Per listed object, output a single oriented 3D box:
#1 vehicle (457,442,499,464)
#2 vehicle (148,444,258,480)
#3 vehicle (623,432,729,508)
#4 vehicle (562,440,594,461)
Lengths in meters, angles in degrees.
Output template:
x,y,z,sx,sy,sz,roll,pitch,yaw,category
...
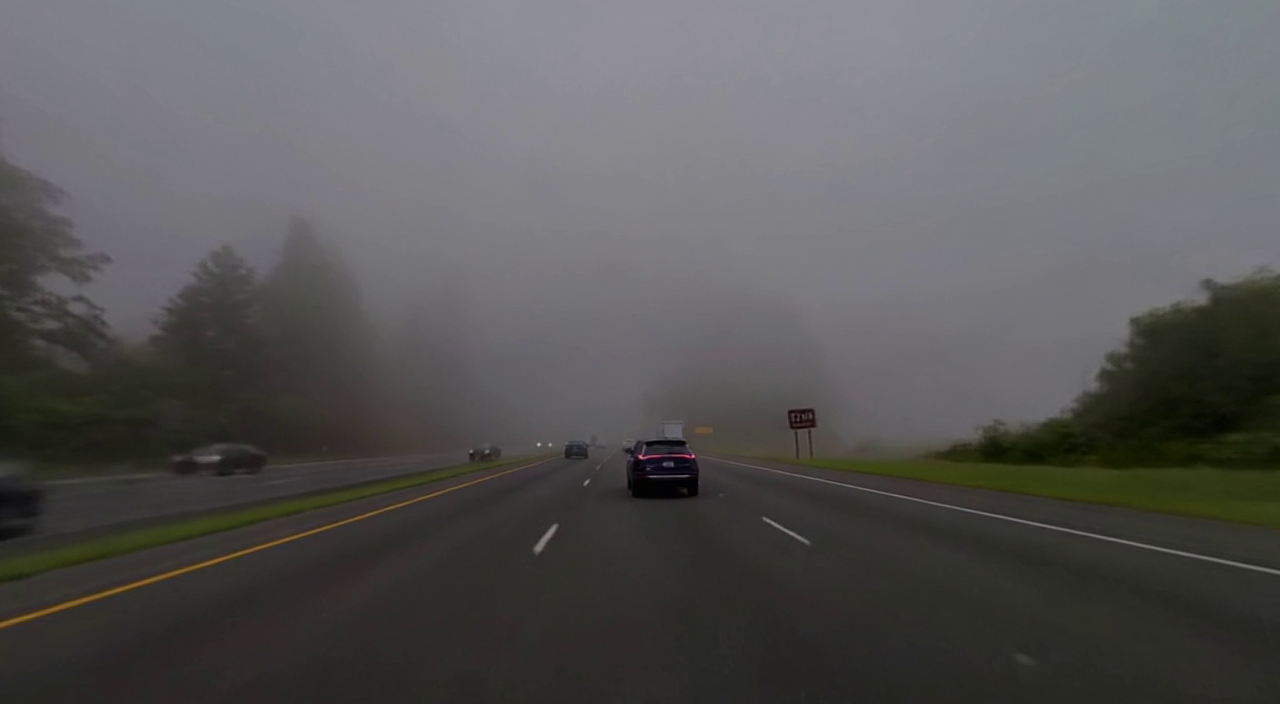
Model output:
x,y,z,sx,sy,sz,roll,pitch,yaw,category
-12.187,7.608,47.678,2.060,1.505,4.442,0,-8,-1,vehicle
-19.555,4.903,28.477,1.888,1.443,4.473,0,-8,-2,vehicle
0.649,2.671,14.932,1.961,1.495,4.743,1,-8,-3,vehicle
-4.516,7.204,46.484,2.055,1.466,4.317,0,-8,-2,vehicle
